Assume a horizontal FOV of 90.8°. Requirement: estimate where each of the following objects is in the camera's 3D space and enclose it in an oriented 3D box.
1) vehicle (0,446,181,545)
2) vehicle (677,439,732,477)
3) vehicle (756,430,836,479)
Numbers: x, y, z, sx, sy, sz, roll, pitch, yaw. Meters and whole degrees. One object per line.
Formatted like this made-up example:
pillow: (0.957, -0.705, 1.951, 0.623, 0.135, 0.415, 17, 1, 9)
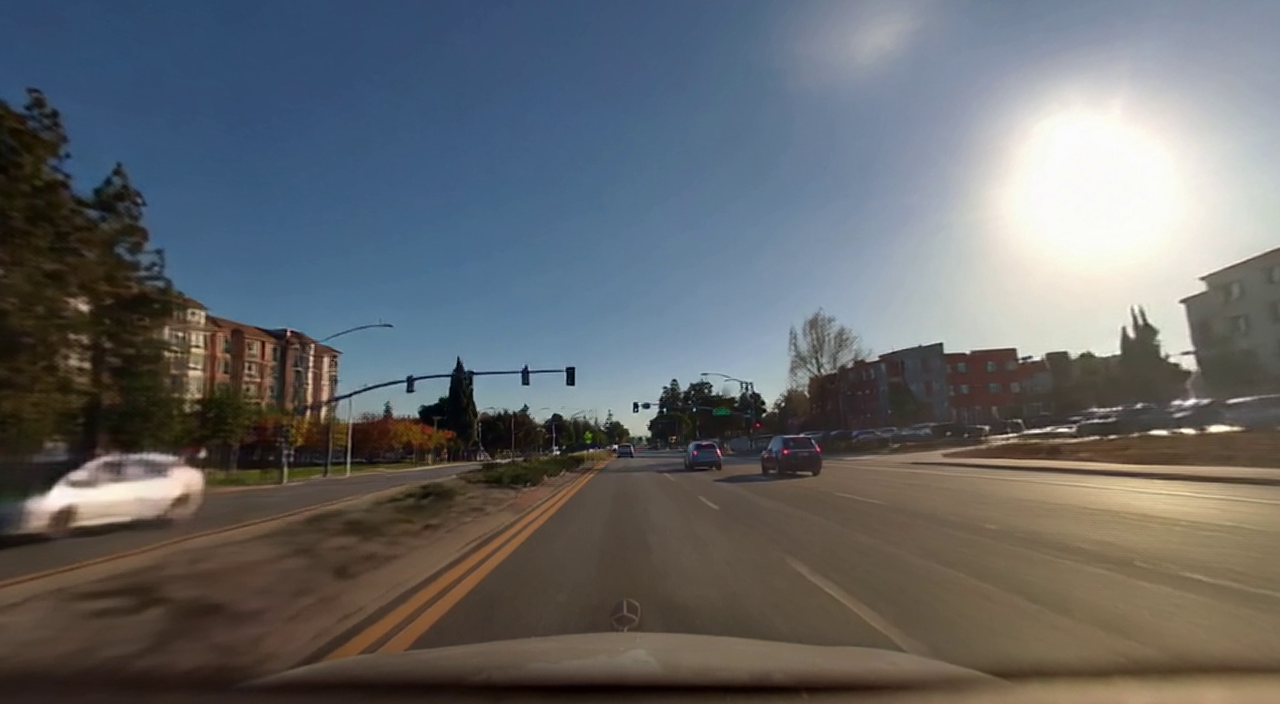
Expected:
vehicle: (-11.096, 2.541, 11.639, 1.802, 1.560, 4.476, -1, -8, 2)
vehicle: (2.858, 4.792, 28.798, 1.917, 1.538, 4.259, 0, -8, -2)
vehicle: (6.242, 4.172, 25.904, 1.946, 1.773, 4.641, 0, -8, -2)
